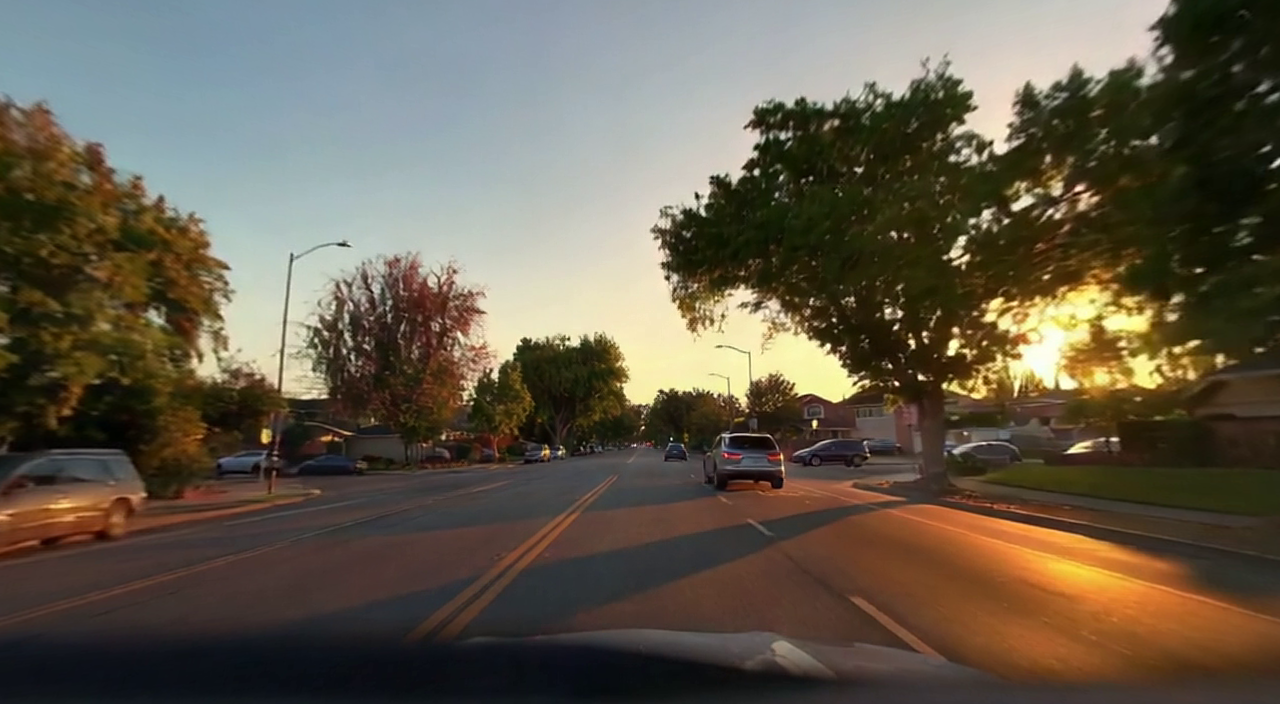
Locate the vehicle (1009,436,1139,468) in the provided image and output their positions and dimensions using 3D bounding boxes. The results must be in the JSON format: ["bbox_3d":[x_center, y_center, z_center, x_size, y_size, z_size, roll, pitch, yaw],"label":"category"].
[{"bbox_3d":[21.943,5.096,32.054,5.051,1.527,1.968,-1,-9,2],"label":"vehicle"}]

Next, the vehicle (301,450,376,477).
[{"bbox_3d":[-19.960,7.385,41.787,3.986,1.665,1.888,0,-8,1],"label":"vehicle"}]

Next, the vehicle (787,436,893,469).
[{"bbox_3d":[11.875,5.977,37.620,5.539,1.729,2.145,-1,-8,-3],"label":"vehicle"}]

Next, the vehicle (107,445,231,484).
[{"bbox_3d":[-23.902,5.684,32.099,4.644,1.781,2.084,0,-6,1],"label":"vehicle"}]

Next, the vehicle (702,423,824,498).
[{"bbox_3d":[3.436,3.193,19.073,2.497,1.889,5.833,0,-8,0],"label":"vehicle"}]

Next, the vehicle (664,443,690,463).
[{"bbox_3d":[2.876,7.934,49.748,1.956,1.492,4.425,-1,-8,2],"label":"vehicle"}]

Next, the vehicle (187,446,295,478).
[{"bbox_3d":[-26.274,7.247,41.653,5.604,2.035,2.291,0,-8,1],"label":"vehicle"}]

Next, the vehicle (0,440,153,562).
[{"bbox_3d":[-10.538,2.328,9.875,2.037,1.790,4.676,-2,-8,1],"label":"vehicle"}]

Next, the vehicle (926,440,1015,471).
[{"bbox_3d":[16.636,5.217,31.860,3.467,1.520,1.801,0,-8,0],"label":"vehicle"}]
